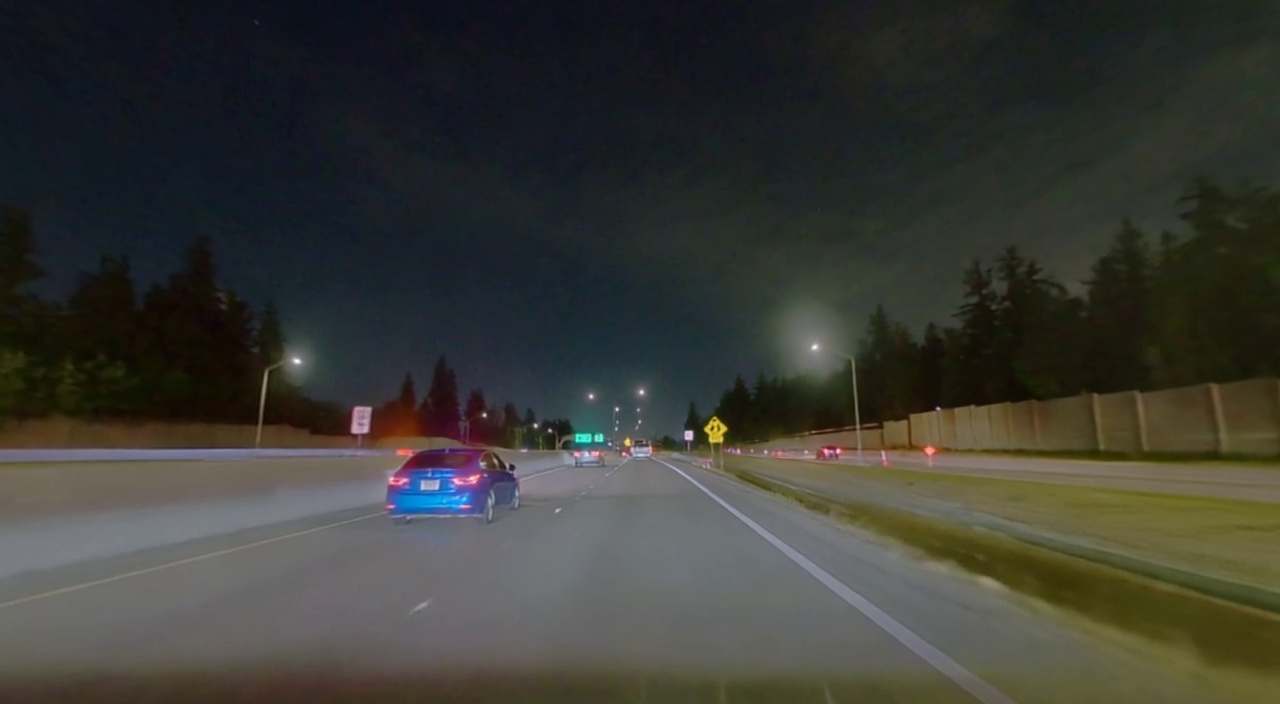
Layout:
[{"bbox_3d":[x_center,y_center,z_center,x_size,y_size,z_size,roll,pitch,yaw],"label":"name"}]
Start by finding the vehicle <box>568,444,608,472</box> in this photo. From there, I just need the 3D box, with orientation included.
[{"bbox_3d":[-2.957,6.121,36.543,1.965,1.459,4.145,0,-9,-1],"label":"vehicle"}]

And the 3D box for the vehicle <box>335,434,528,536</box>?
[{"bbox_3d":[-3.556,2.357,11.832,2.012,1.510,4.672,0,-9,0],"label":"vehicle"}]
